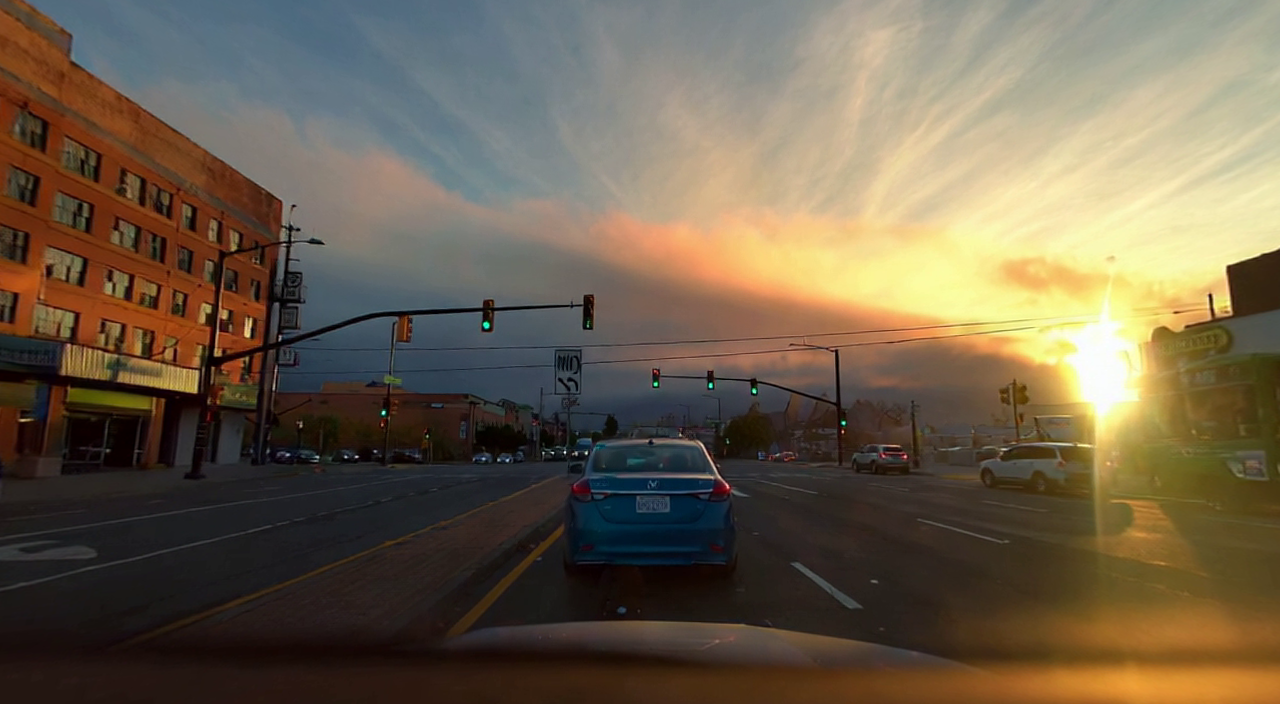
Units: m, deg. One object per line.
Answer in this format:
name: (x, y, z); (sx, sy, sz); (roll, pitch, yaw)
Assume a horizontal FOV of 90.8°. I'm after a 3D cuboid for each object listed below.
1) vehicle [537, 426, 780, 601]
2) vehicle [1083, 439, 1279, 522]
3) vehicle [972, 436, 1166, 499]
vehicle: (0.131, 1.706, 7.580); (2.067, 1.471, 4.241); (0, -9, -1)
vehicle: (14.174, 3.107, 15.953); (2.235, 1.721, 5.230); (0, -9, 1)
vehicle: (14.065, 3.815, 21.368); (2.309, 1.819, 5.793); (1, -9, -3)
